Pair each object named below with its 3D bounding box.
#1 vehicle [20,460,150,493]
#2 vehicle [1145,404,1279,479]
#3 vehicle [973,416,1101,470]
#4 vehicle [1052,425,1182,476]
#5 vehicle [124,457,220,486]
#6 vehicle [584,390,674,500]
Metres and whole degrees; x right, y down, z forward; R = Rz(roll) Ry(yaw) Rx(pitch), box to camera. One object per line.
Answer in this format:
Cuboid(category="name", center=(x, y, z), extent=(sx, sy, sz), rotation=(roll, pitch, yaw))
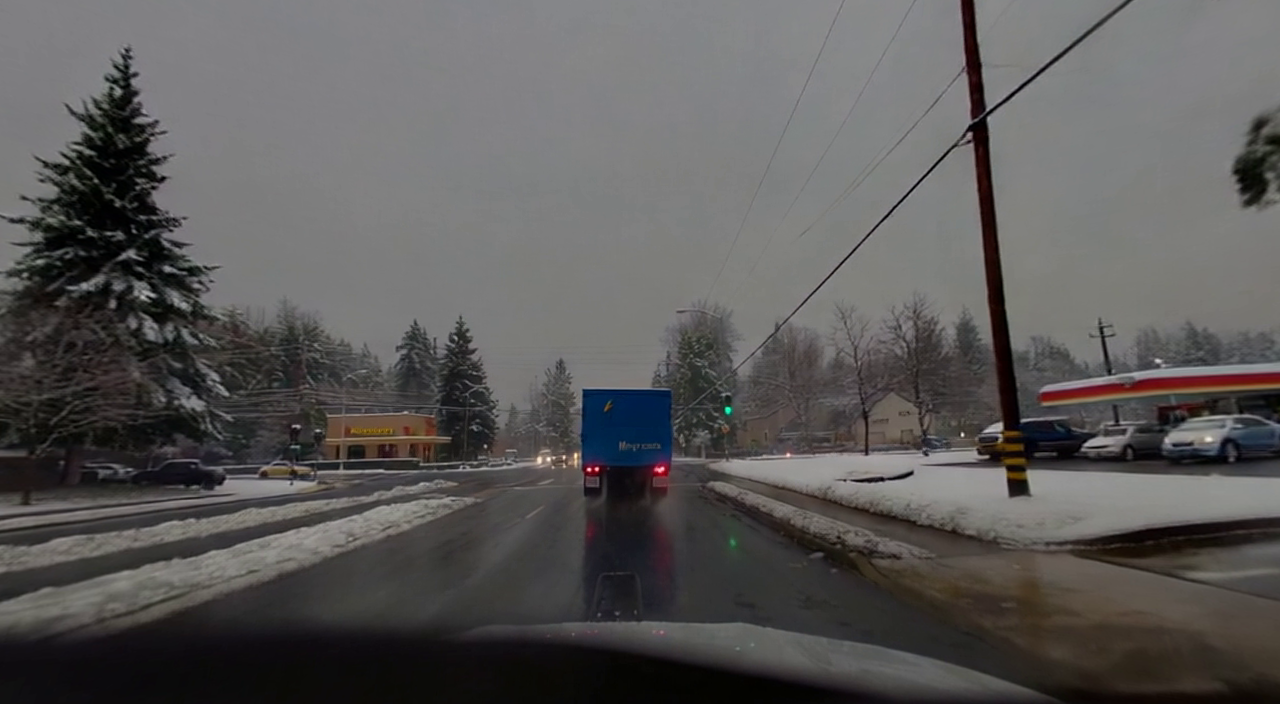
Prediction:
Cuboid(category="vehicle", center=(-27.809, 6.219, 31.896), extent=(4.493, 1.453, 1.912), rotation=(4, -9, -27))
Cuboid(category="vehicle", center=(15.709, 2.328, 16.769), extent=(4.472, 1.730, 1.939), rotation=(2, -10, -31))
Cuboid(category="vehicle", center=(15.885, 3.647, 25.226), extent=(5.078, 1.937, 2.326), rotation=(6, -10, -34))
Cuboid(category="vehicle", center=(15.222, 3.120, 20.110), extent=(4.105, 1.433, 1.931), rotation=(6, -10, -33))
Cuboid(category="vehicle", center=(-27.954, 7.143, 37.931), extent=(4.303, 1.567, 2.021), rotation=(5, -10, -29))
Cuboid(category="vehicle", center=(-0.246, 2.965, 20.347), extent=(2.463, 2.954, 5.938), rotation=(0, -8, 1))
